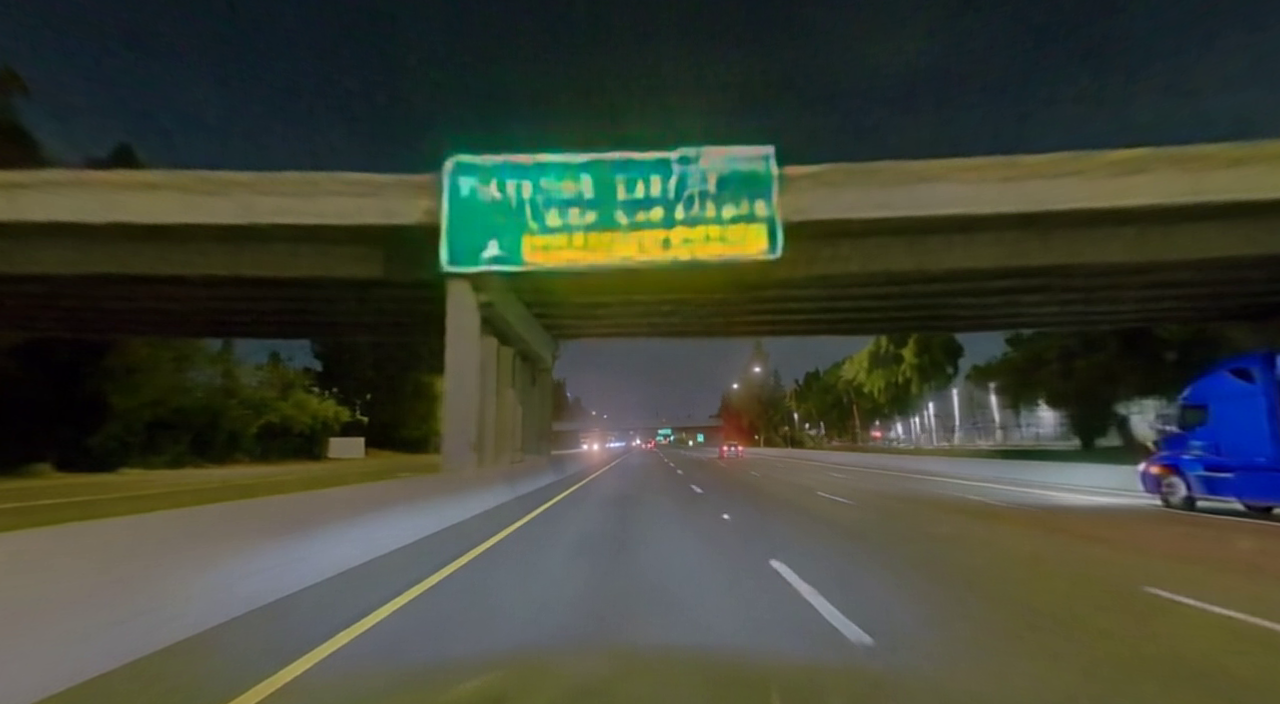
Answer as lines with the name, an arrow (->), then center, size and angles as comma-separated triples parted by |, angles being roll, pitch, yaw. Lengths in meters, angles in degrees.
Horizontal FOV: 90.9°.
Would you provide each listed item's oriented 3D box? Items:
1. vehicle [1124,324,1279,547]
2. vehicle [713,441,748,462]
vehicle -> 10.790, 0.813, 6.471 | 2.960, 3.207, 10.950 | 0, -8, 0
vehicle -> 6.805, 7.522, 47.804 | 2.025, 1.484, 4.208 | 0, -8, 0
